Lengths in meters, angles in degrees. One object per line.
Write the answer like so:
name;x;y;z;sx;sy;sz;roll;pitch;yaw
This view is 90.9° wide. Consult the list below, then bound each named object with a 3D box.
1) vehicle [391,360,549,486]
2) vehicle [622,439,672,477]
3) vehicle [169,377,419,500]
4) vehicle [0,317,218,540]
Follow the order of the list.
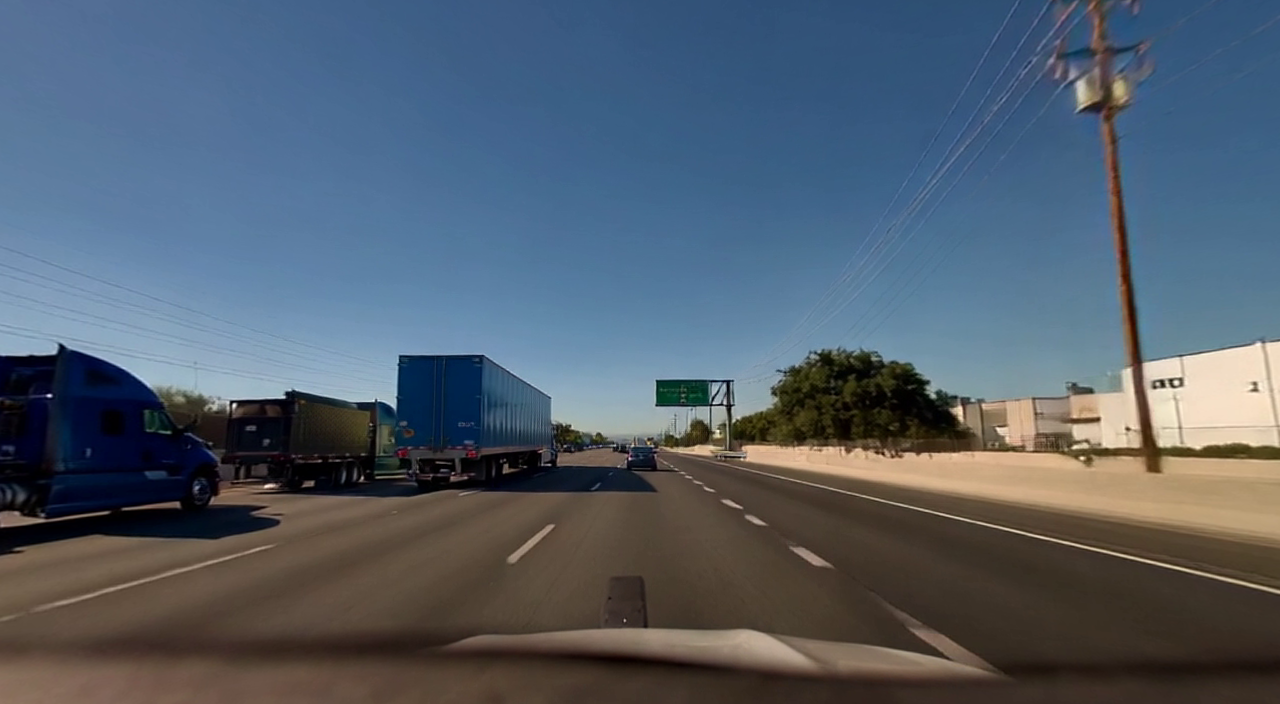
vehicle;-6.593;3.399;28.132;2.907;4.081;15.311;0;-8;0
vehicle;0.240;4.660;27.946;2.055;1.514;4.323;0;-8;-1
vehicle;-10.575;2.912;21.042;2.896;3.140;9.491;0;-8;0
vehicle;-10.598;1.252;10.083;2.722;3.172;7.167;0;-8;-1
